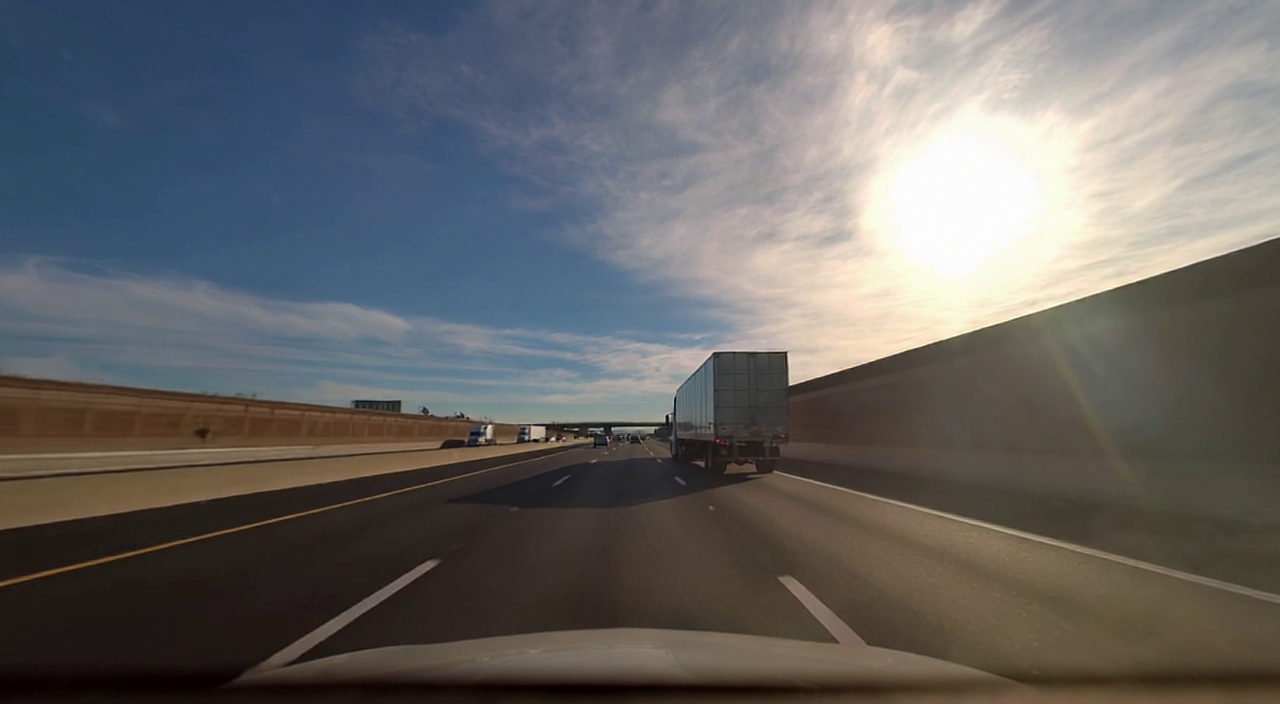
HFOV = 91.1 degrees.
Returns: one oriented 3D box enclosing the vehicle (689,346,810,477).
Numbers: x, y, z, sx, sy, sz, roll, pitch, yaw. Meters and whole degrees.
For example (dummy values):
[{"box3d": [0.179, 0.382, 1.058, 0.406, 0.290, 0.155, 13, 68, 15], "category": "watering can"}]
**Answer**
[{"box3d": [3.660, 2.349, 23.438, 2.859, 3.981, 8.596, 0, -8, -1], "category": "vehicle"}]
